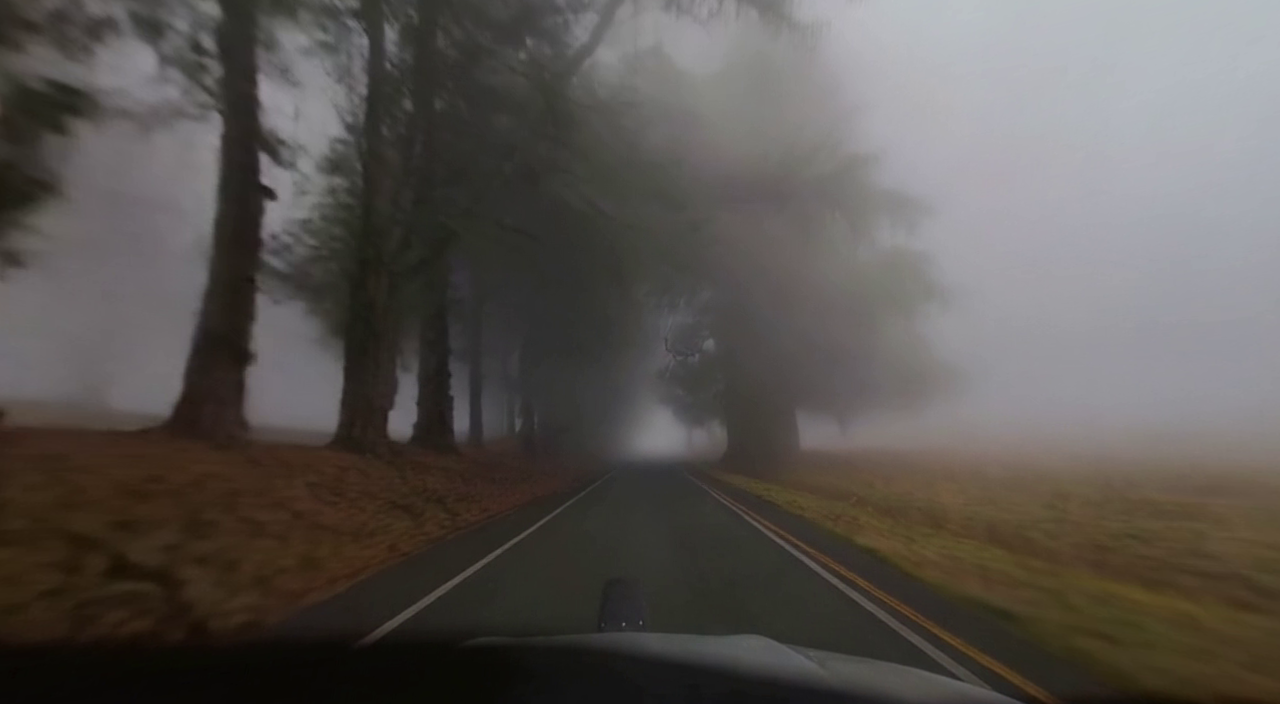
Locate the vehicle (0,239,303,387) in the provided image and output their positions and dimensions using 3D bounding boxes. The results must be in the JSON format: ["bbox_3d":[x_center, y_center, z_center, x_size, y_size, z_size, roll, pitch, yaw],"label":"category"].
[{"bbox_3d":[-25.736,-1.292,35.799,3.314,4.163,16.558,-1,-12,3],"label":"vehicle"}]

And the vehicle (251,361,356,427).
[{"bbox_3d":[-24.421,3.038,46.495,3.022,4.324,8.607,-1,-3,0],"label":"vehicle"}]
